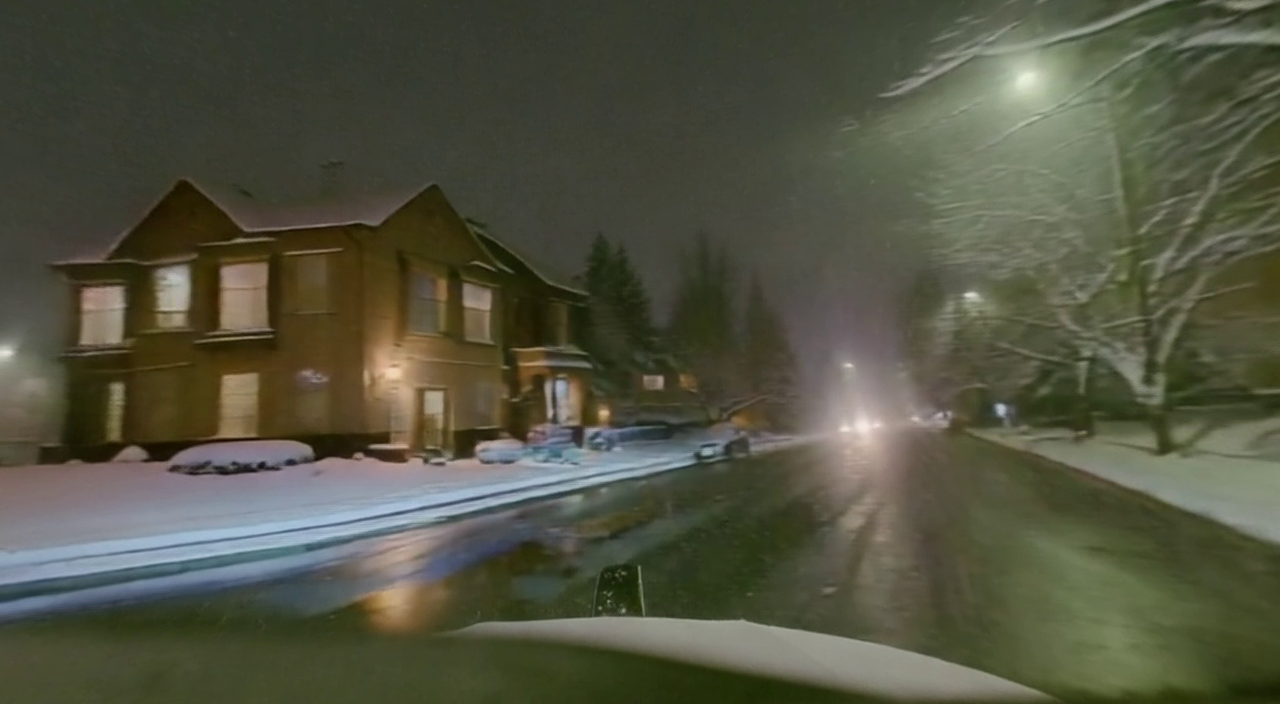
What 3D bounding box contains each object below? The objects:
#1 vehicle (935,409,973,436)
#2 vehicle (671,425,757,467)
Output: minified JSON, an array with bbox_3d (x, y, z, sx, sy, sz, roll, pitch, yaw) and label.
[{"bbox_3d":[21.414,4.887,43.171,2.018,1.665,4.226,-4,-9,24],"label":"vehicle"},{"bbox_3d":[2.976,3.680,24.718,1.954,1.490,4.292,-5,-10,27],"label":"vehicle"}]
